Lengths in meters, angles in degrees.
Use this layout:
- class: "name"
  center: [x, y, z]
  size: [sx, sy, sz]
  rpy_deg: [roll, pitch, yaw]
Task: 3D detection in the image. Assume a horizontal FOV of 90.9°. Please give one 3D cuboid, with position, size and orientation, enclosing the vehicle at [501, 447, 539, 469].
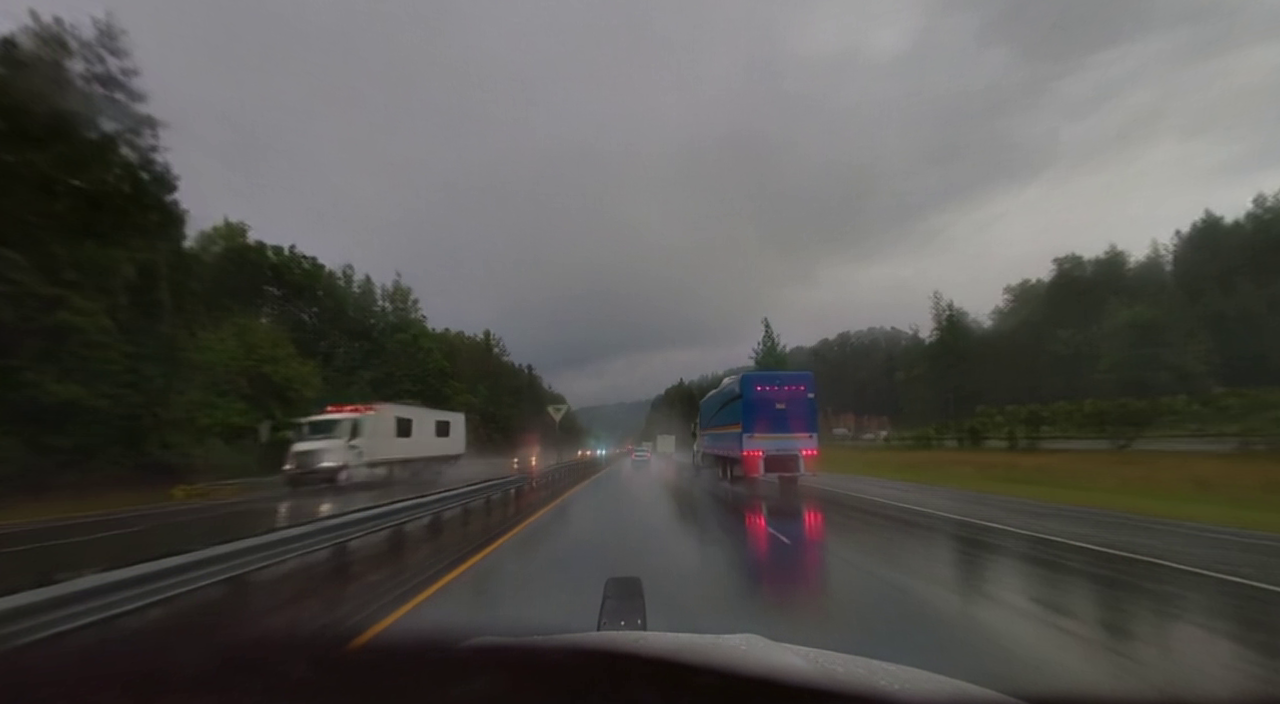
- class: "vehicle"
  center: [-8.828, 7.829, 46.643]
  size: [2.044, 1.537, 4.159]
  rpy_deg: [0, -9, 0]

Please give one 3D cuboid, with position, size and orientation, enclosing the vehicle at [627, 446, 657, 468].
- class: "vehicle"
  center: [0.158, 7.037, 42.517]
  size: [1.926, 1.386, 3.615]
  rpy_deg: [0, -9, 0]

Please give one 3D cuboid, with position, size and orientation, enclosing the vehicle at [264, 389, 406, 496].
- class: "vehicle"
  center: [-13.020, 3.968, 27.626]
  size: [3.048, 4.133, 5.962]
  rpy_deg: [0, -9, 0]

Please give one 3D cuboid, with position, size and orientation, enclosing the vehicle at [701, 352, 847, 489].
- class: "vehicle"
  center: [4.710, 3.115, 26.172]
  size: [2.939, 4.129, 14.300]
  rpy_deg: [0, -9, 0]
